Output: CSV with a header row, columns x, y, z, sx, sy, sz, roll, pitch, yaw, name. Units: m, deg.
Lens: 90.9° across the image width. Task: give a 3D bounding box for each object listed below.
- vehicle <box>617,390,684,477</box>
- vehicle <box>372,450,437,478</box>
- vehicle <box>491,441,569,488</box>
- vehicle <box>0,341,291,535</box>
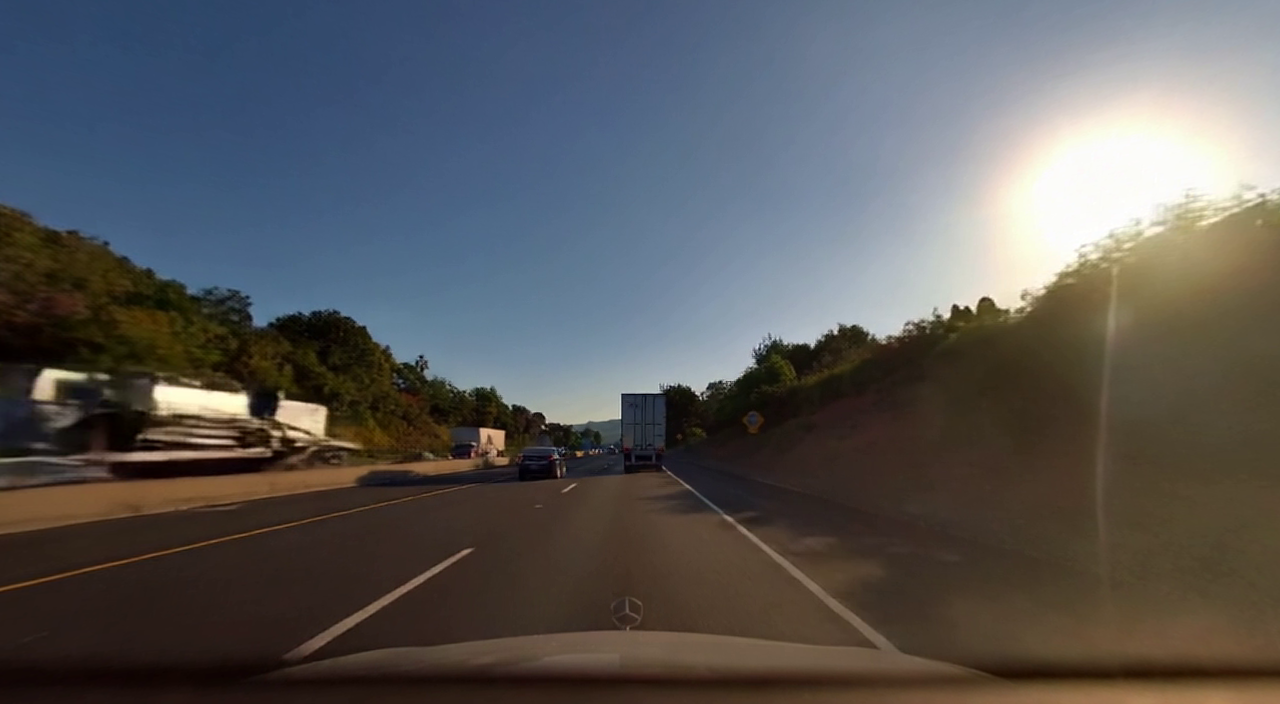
x,y,z,sx,sy,sz,roll,pitch,yaw,name
0.381,4.352,32.754,2.959,3.828,9.617,0,-9,-1,vehicle
-13.383,6.396,36.152,1.928,1.490,4.689,0,-9,0,vehicle
-3.991,4.192,23.783,2.074,1.546,4.946,0,-9,0,vehicle
-13.438,2.336,16.399,3.118,3.575,9.694,0,-9,0,vehicle
